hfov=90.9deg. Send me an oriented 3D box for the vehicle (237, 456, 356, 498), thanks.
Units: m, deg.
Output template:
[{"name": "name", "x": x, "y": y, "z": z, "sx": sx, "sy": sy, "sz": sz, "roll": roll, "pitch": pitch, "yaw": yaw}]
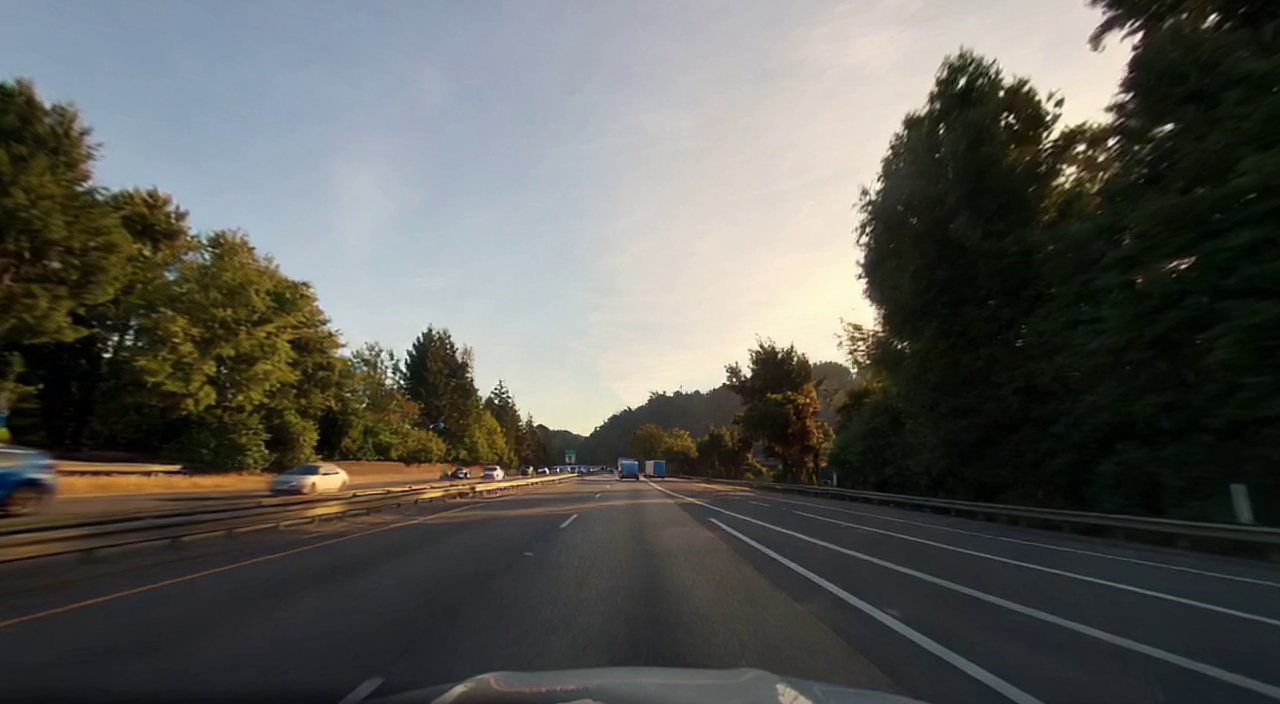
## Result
[{"name": "vehicle", "x": -12.944, "y": 4.770, "z": 24.131, "sx": 1.993, "sy": 1.406, "sz": 4.473, "roll": 1, "pitch": -10, "yaw": 0}]
